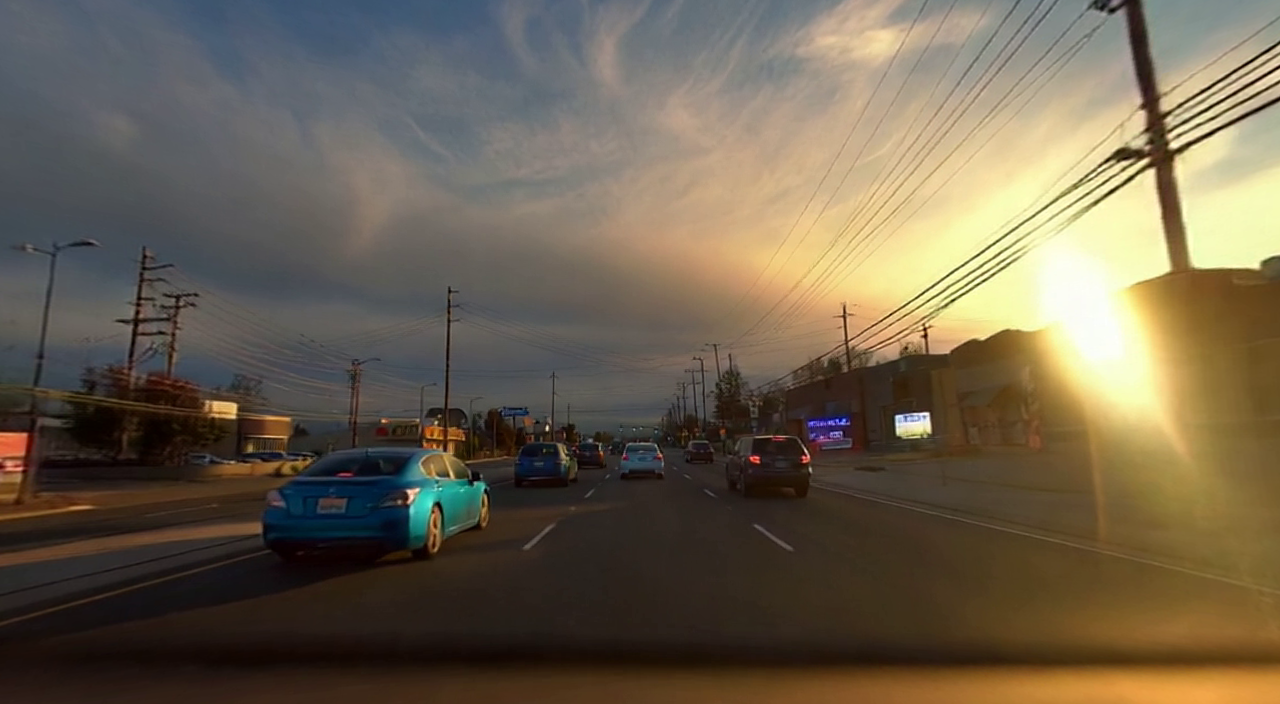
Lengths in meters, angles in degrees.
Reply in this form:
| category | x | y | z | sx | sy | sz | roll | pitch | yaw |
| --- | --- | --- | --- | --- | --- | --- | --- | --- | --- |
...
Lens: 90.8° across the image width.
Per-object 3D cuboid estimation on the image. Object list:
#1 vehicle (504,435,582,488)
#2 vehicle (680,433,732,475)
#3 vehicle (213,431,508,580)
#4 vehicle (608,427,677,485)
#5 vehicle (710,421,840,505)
| category | x | y | z | sx | sy | sz | roll | pitch | yaw |
| --- | --- | --- | --- | --- | --- | --- | --- | --- | --- |
| vehicle | -3.227 | 3.728 | 21.838 | 2.051 | 1.671 | 3.861 | 0 | -8 | 0 |
| vehicle | 3.184 | 5.000 | 31.287 | 2.026 | 1.904 | 4.102 | 0 | -8 | -2 |
| vehicle | -3.322 | 1.890 | 8.732 | 2.022 | 1.498 | 4.471 | 0 | -8 | 0 |
| vehicle | 0.065 | 3.820 | 23.394 | 2.326 | 1.925 | 4.253 | 0 | -8 | -1 |
| vehicle | 3.334 | 2.869 | 16.800 | 2.282 | 1.897 | 4.915 | 0 | -8 | -1 |
